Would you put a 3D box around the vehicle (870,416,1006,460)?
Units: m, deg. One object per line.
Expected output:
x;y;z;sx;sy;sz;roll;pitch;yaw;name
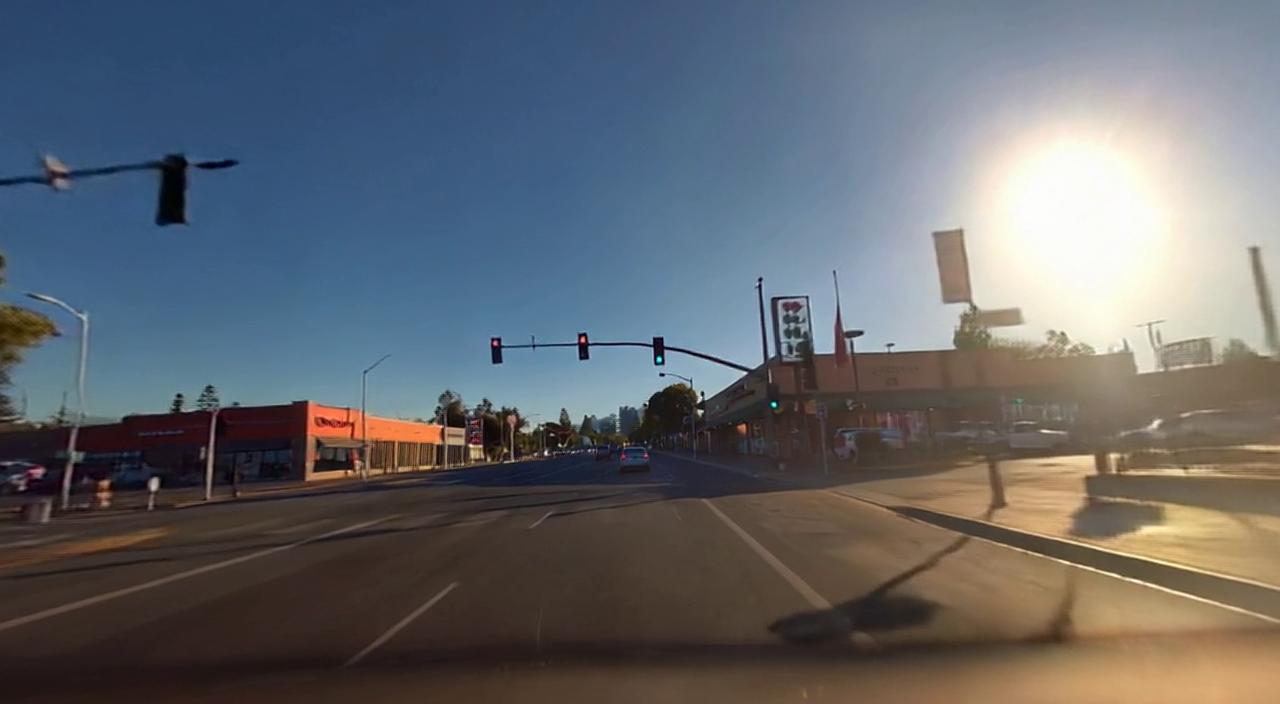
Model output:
12.926;3.777;27.653;4.852;1.805;2.155;0;-9;-2;vehicle

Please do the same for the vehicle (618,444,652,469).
-0.345;6.512;39.381;1.977;1.451;4.032;0;-9;-1;vehicle

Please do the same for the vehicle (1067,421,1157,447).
30.716;5.392;41.179;4.257;1.626;2.034;0;-9;-3;vehicle

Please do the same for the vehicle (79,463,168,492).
-39.933;9.676;49.043;2.004;1.945;5.069;-2;-9;11;vehicle

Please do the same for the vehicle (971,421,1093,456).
18.728;4.156;30.350;4.586;1.623;1.861;0;-8;-1;vehicle
